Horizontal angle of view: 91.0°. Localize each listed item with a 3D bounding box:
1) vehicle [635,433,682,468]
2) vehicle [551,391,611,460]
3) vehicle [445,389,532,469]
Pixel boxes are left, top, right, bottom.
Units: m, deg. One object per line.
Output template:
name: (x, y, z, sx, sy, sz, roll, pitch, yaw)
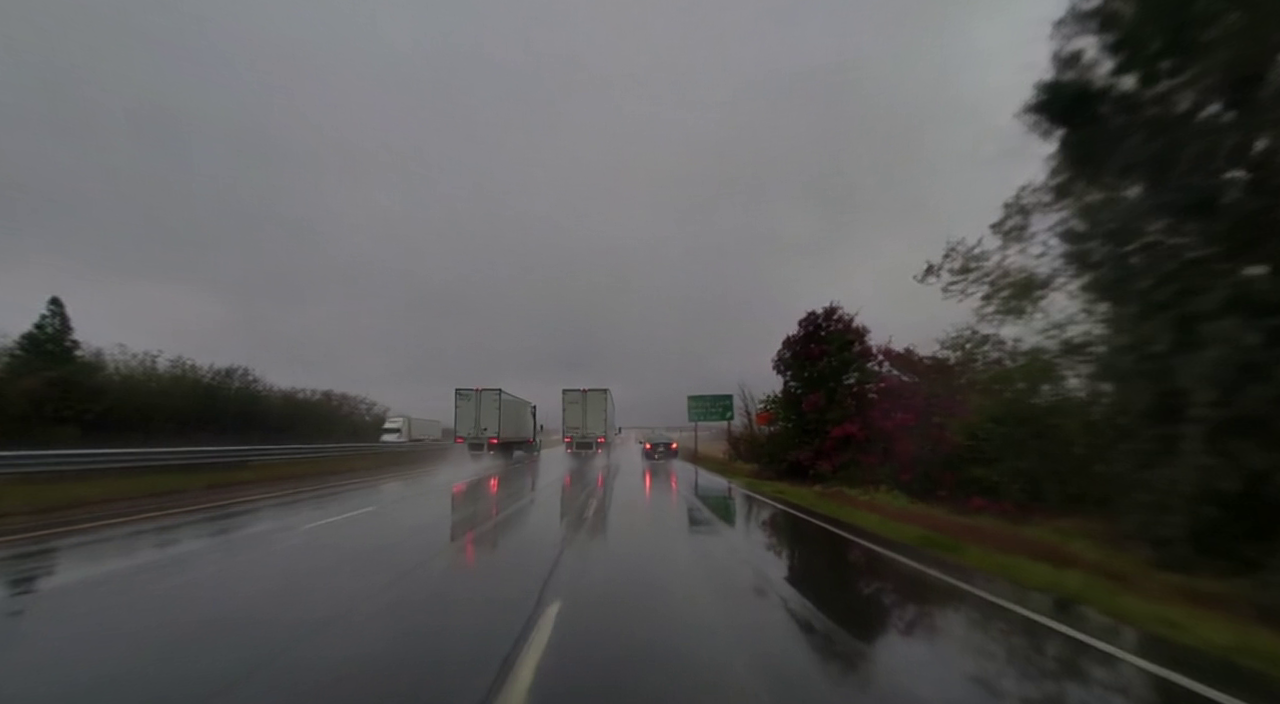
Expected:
vehicle: (0.778, 4.544, 29.203, 1.891, 1.477, 3.599, 0, -8, -3)
vehicle: (-3.884, 5.514, 45.725, 3.475, 4.037, 17.454, 0, -8, -3)
vehicle: (-7.120, 3.798, 30.646, 2.728, 3.405, 7.096, 0, -8, -2)
